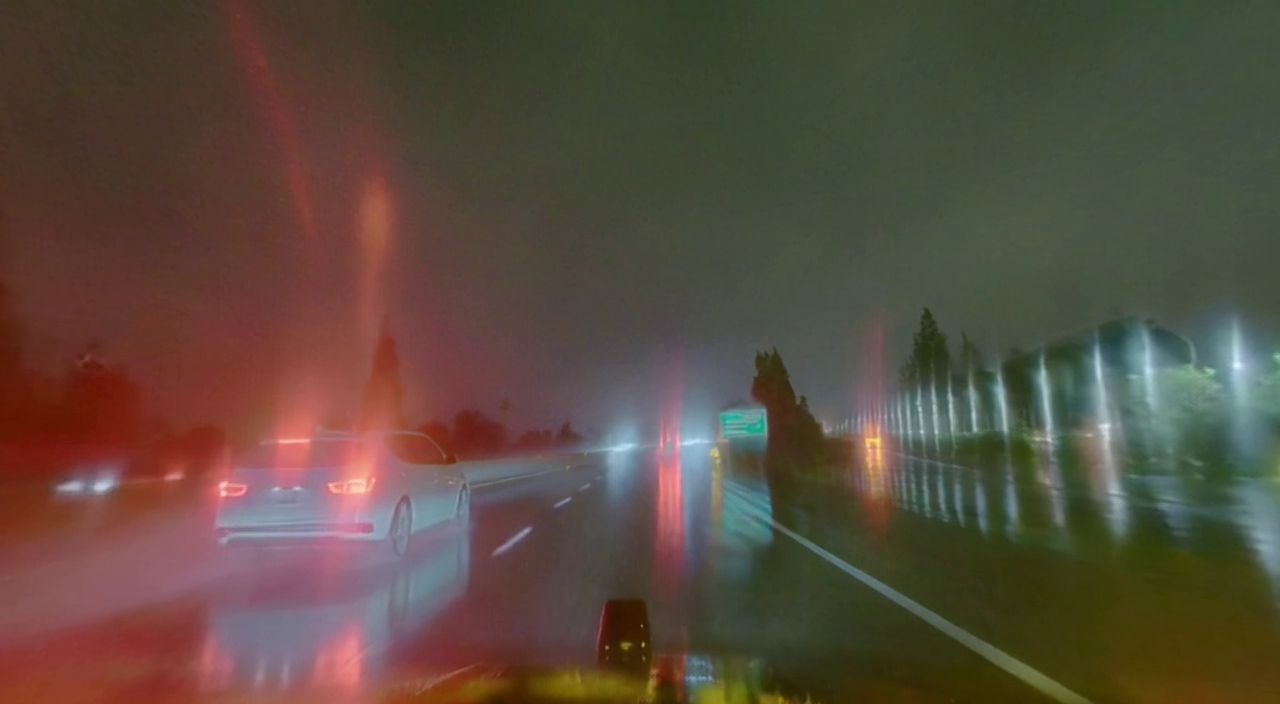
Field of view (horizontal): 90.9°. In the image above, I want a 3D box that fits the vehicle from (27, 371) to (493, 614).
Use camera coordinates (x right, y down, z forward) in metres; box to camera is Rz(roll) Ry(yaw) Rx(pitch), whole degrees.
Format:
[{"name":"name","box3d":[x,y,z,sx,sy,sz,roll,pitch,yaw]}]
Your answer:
[{"name":"vehicle","box3d":[-3.613,1.516,7.842,2.143,1.851,5.817,-1,-9,0]}]
